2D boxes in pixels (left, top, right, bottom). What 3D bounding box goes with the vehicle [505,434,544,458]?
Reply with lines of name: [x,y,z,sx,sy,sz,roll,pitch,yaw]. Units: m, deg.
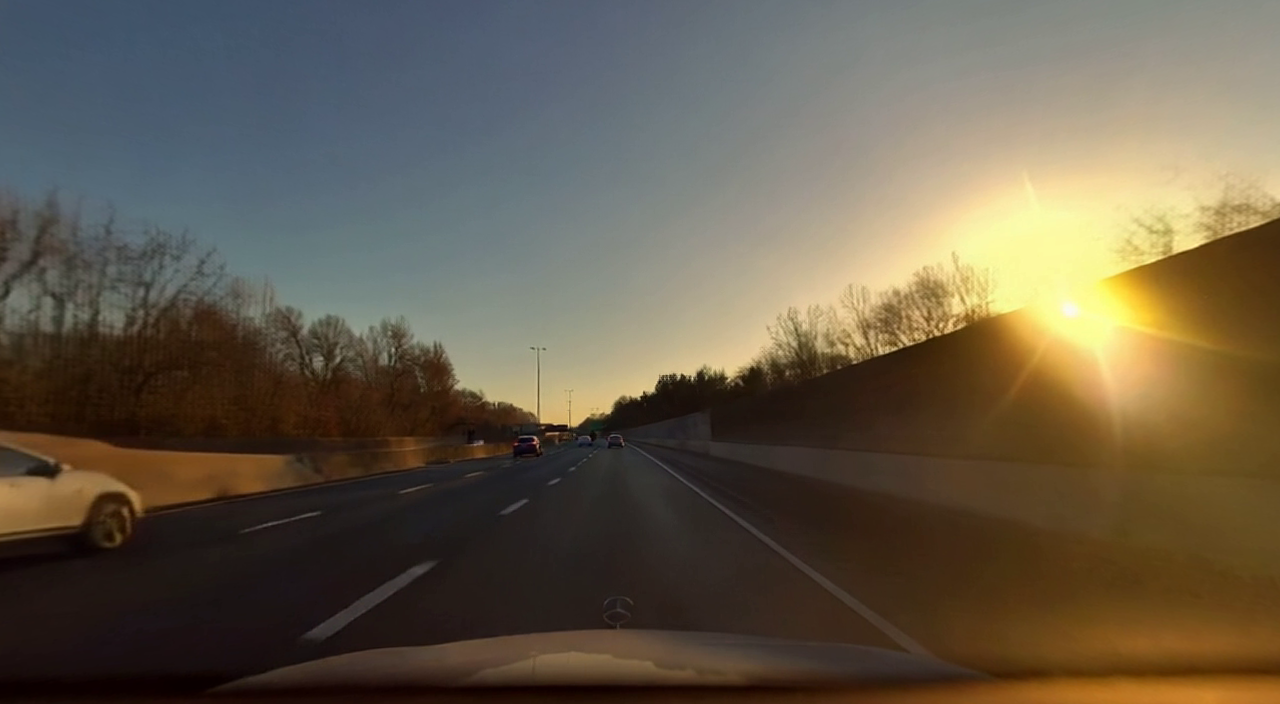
vehicle: [-7.787,6.337,42.691,1.988,1.505,4.044,0,-8,-2]

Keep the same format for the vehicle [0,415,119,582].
vehicle: [-6.874,1.240,4.948,1.972,1.532,4.222,0,-8,-1]
